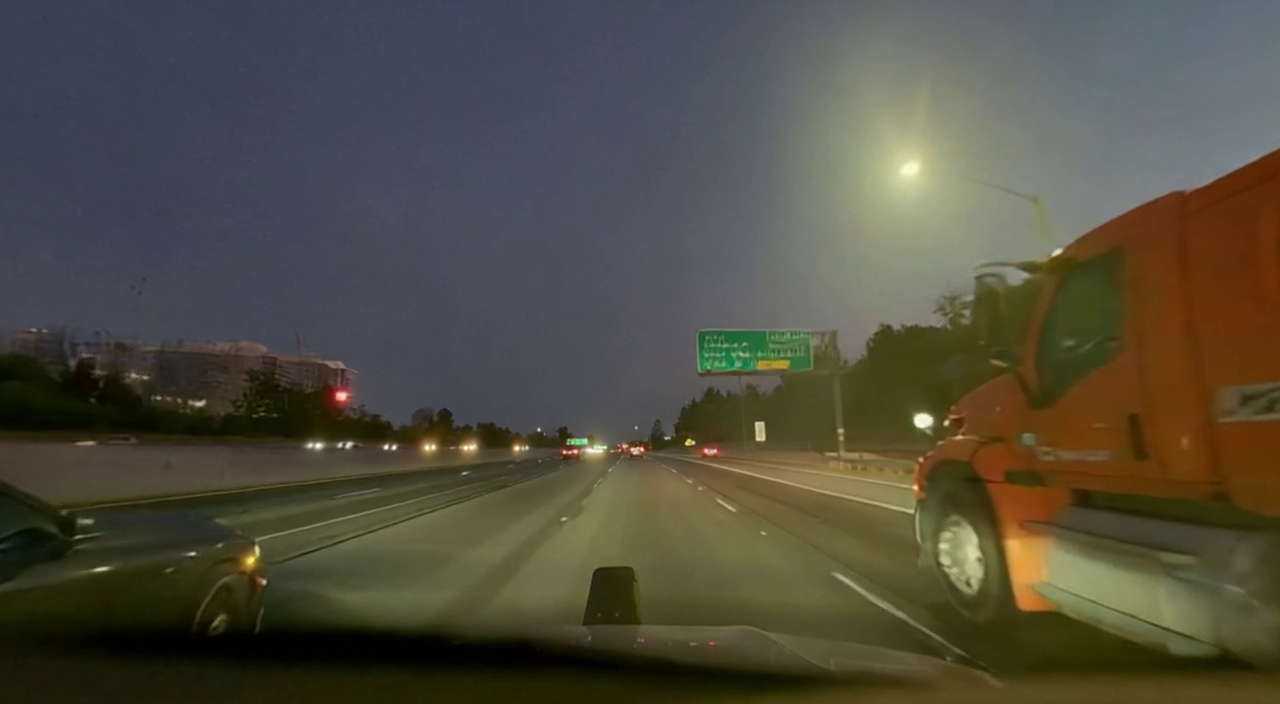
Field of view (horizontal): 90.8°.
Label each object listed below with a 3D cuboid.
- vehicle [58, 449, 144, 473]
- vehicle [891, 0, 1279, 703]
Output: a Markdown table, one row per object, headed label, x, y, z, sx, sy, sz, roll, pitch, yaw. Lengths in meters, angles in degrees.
| label | x | y | z | sx | sy | sz | roll | pitch | yaw |
| --- | --- | --- | --- | --- | --- | --- | --- | --- | --- |
| vehicle | -34.223 | 6.914 | 40.278 | 1.762 | 1.449 | 4.199 | 0 | -9 | -1 |
| vehicle | 3.990 | -0.240 | 0.774 | 2.966 | 3.586 | 10.563 | 0 | -8 | 0 |
